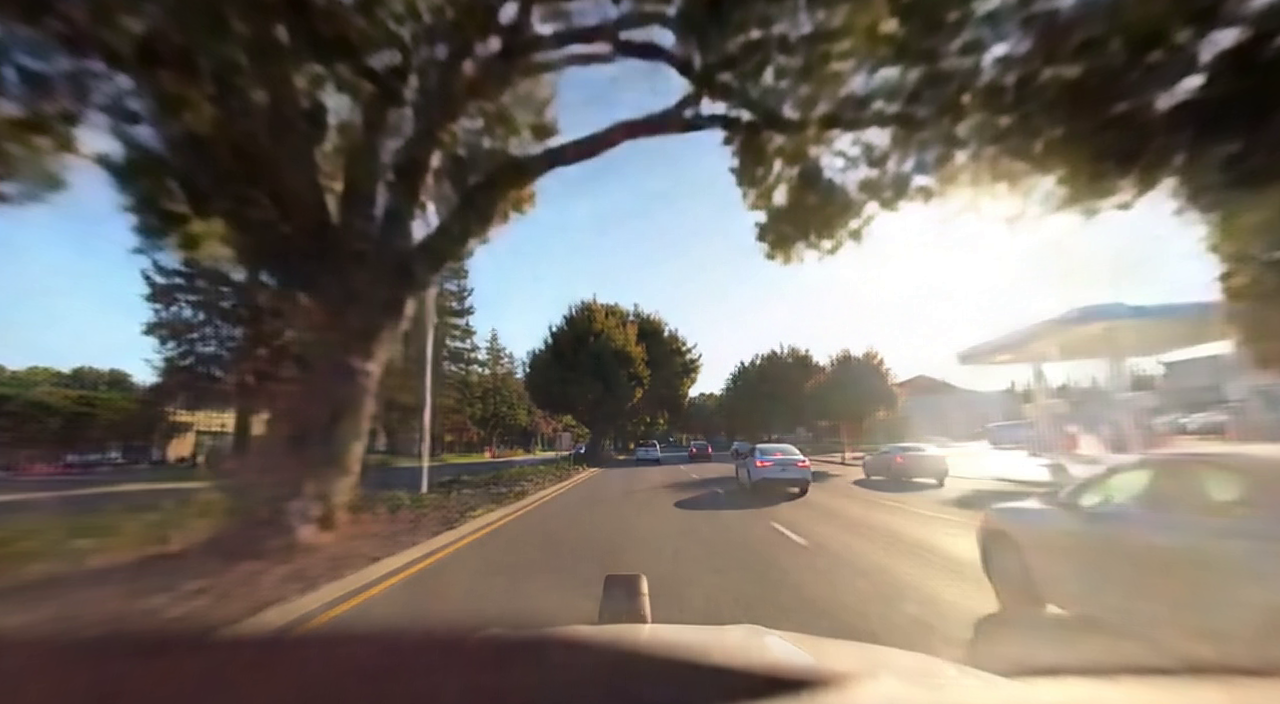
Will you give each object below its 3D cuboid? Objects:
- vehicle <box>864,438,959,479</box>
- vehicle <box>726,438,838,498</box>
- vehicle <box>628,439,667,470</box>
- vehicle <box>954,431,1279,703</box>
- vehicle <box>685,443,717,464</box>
[{"bbox_3d":[10.731,4.244,25.166,1.906,1.488,4.251,0,-9,0],"label":"vehicle"},{"bbox_3d":[3.913,3.297,18.273,2.119,1.509,4.756,0,-9,0],"label":"vehicle"},{"bbox_3d":[0.429,6.091,37.515,2.172,1.694,4.055,0,-9,0],"label":"vehicle"},{"bbox_3d":[3.875,1.161,3.467,1.944,1.404,4.597,0,-9,1],"label":"vehicle"},{"bbox_3d":[4.589,7.703,47.821,1.980,1.515,4.362,0,-9,0],"label":"vehicle"}]
